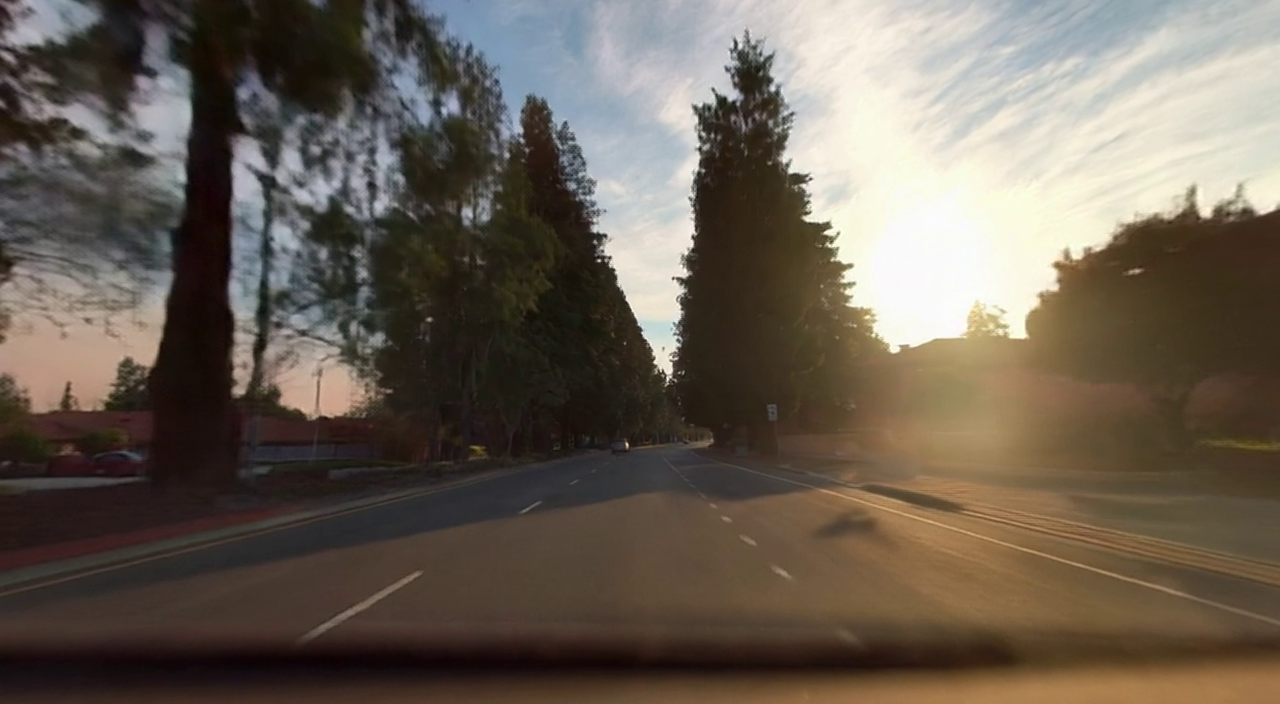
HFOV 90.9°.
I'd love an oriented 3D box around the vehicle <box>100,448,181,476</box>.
[{"bbox_3d":[-34.256,7.509,43.336,2.036,1.754,4.177,0,-8,1],"label":"vehicle"}]
